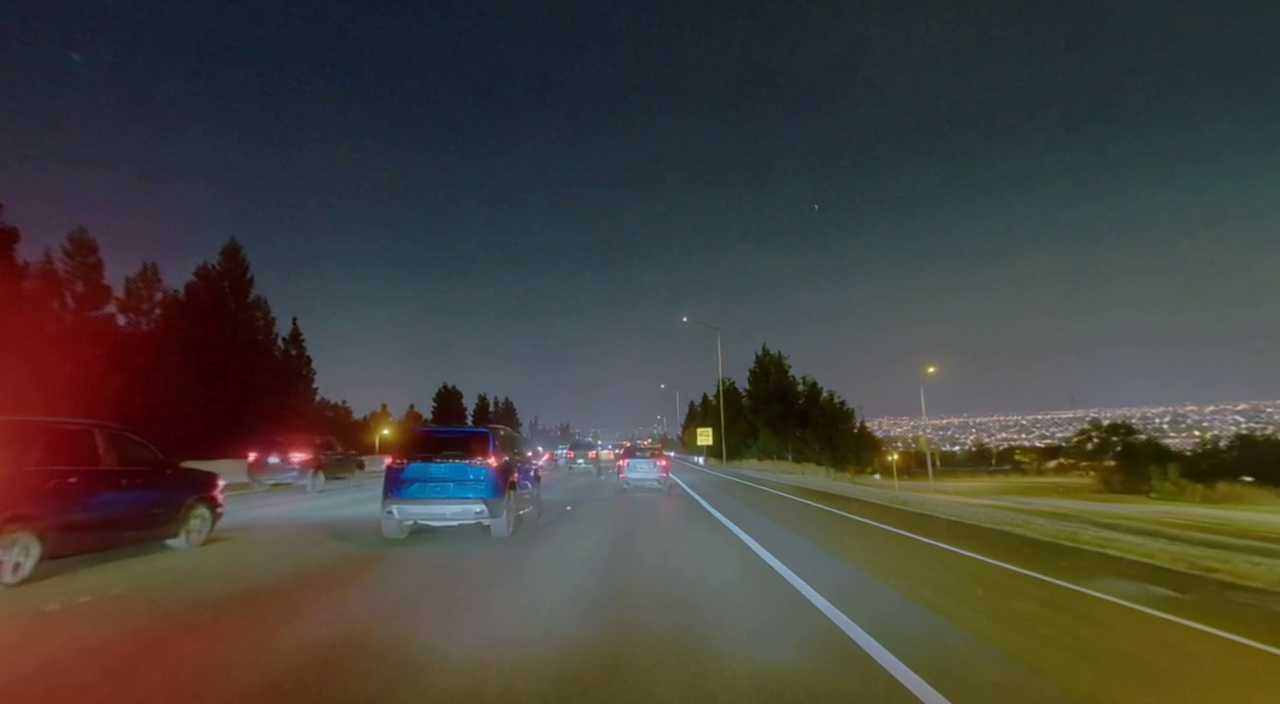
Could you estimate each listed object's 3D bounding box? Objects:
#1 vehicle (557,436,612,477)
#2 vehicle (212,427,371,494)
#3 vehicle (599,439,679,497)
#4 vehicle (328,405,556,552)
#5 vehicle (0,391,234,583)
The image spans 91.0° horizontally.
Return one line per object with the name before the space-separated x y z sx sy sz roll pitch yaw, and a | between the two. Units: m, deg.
vehicle | -2.520 4.892 29.688 2.125 1.771 4.721 0 -9 0
vehicle | -10.275 3.236 19.094 2.011 1.751 4.712 0 -9 1
vehicle | -0.067 3.327 18.373 2.068 1.488 4.045 0 -9 -1
vehicle | -2.725 1.877 9.903 2.123 1.798 4.108 0 -9 2
vehicle | -7.214 1.451 7.049 2.162 1.823 4.566 0 -9 1
